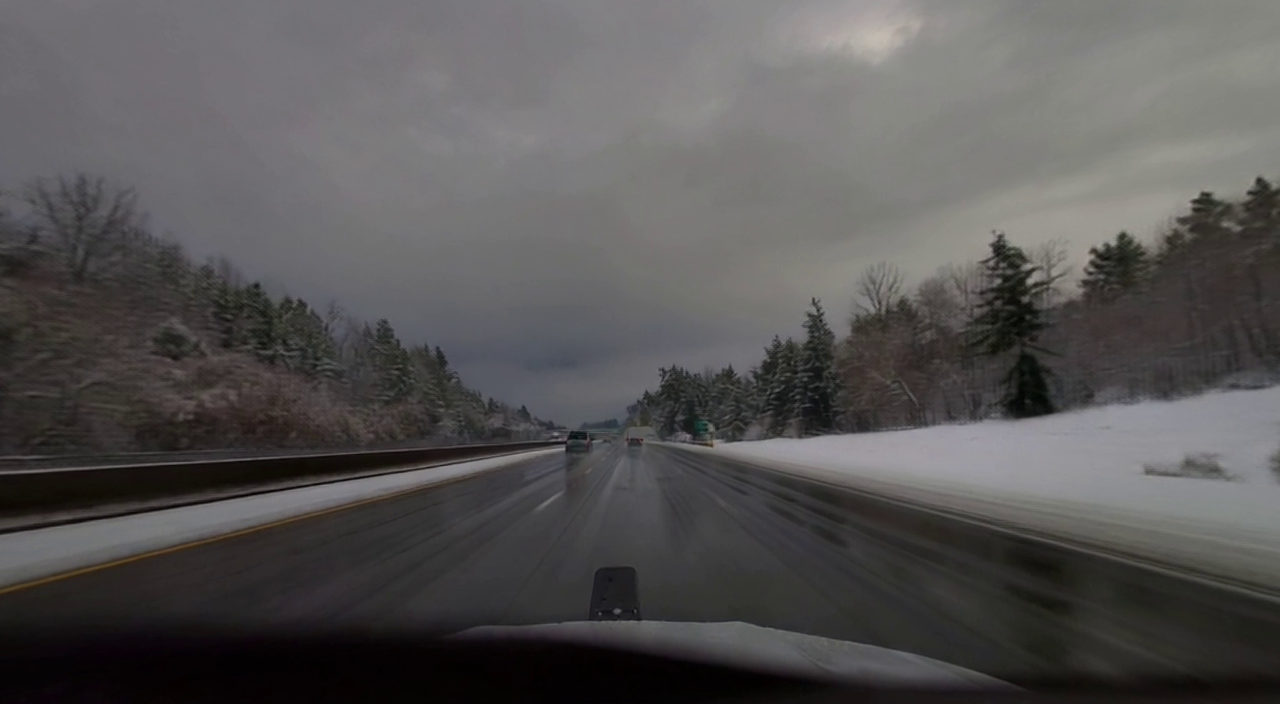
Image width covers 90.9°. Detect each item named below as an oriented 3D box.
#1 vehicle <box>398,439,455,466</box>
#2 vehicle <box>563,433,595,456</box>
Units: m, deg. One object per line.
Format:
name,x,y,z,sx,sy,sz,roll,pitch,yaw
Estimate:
vehicle,-12.085,5.665,35.859,1.857,1.423,3.941,0,-8,0
vehicle,-4.552,6.949,47.543,2.003,1.626,4.256,0,-8,0
